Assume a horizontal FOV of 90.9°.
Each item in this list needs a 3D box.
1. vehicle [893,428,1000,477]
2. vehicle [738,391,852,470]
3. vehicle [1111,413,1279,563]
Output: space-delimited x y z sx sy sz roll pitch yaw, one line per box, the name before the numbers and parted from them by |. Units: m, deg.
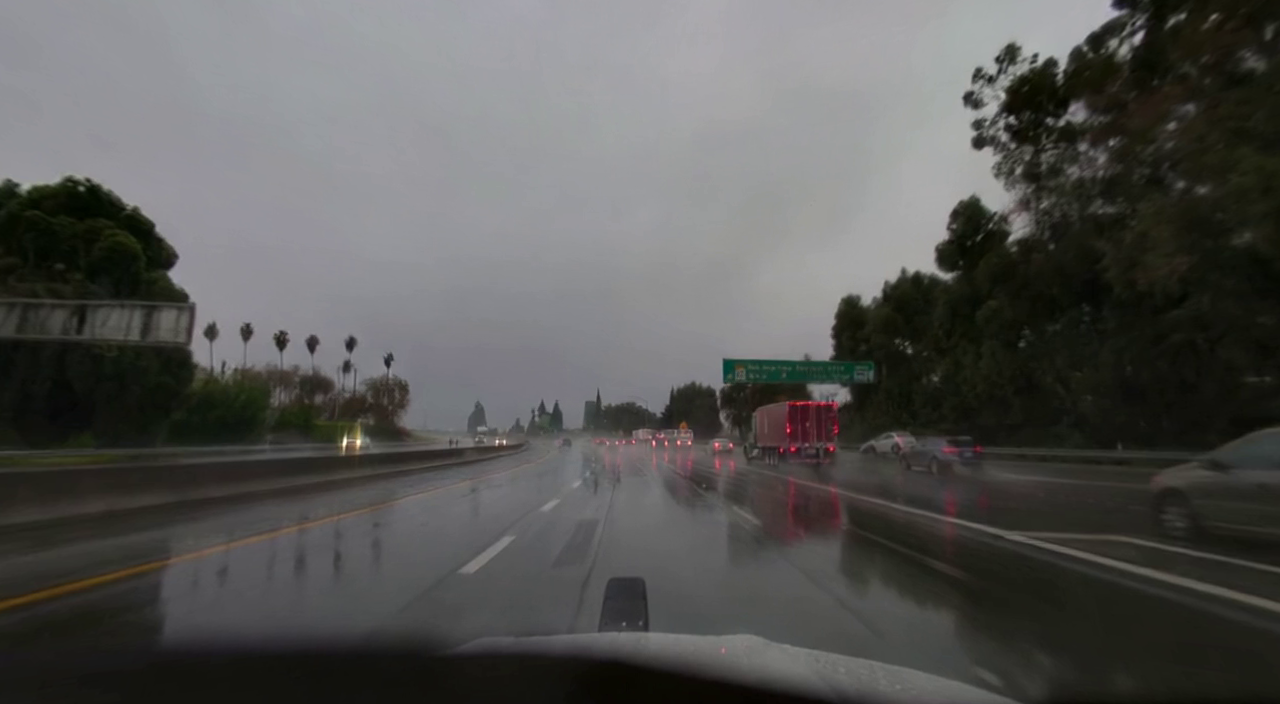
vehicle | 12.631 4.169 26.374 2.032 1.827 4.501 0 -8 -3
vehicle | 7.657 4.180 32.954 2.919 3.482 9.838 0 -8 -3
vehicle | 8.646 1.558 7.177 2.148 1.764 5.601 0 -8 -1
